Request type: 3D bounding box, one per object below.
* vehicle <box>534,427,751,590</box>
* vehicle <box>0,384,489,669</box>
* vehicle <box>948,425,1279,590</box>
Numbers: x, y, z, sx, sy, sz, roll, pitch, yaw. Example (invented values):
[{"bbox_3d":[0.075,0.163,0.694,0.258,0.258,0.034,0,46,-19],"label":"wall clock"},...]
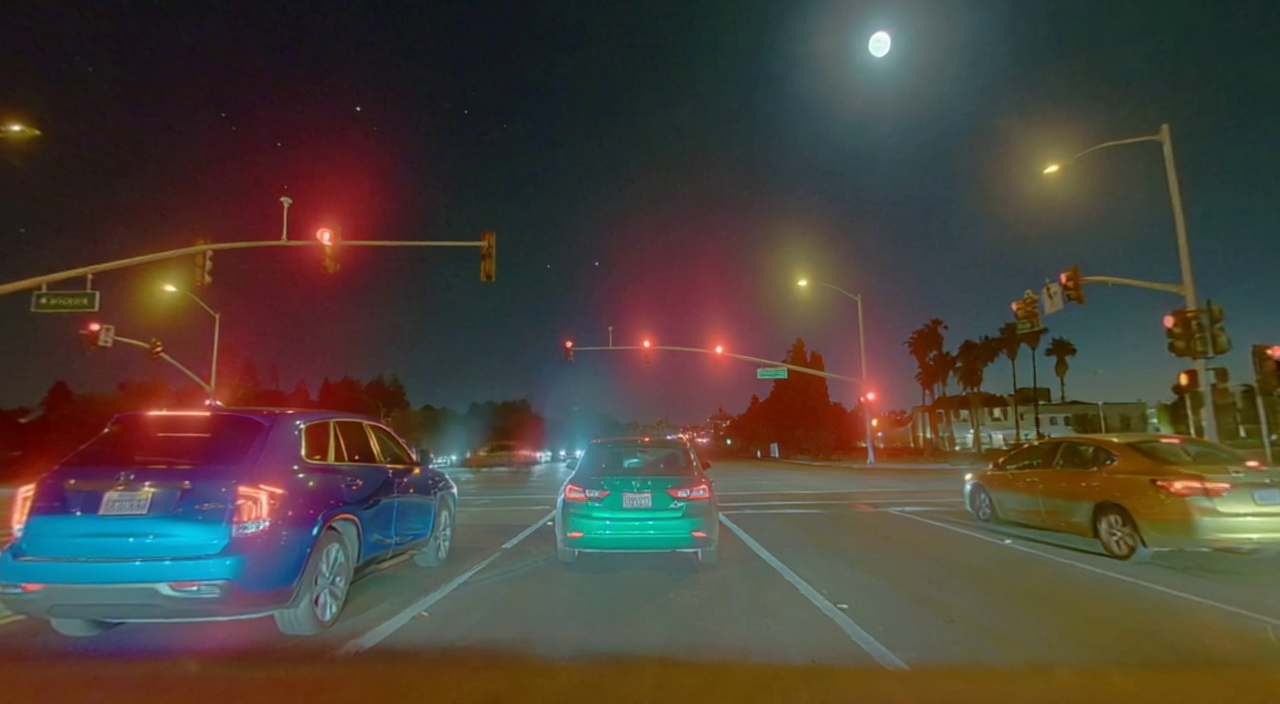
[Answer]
[{"bbox_3d":[-0.007,1.707,7.730,1.942,1.445,3.973,0,-8,-1],"label":"vehicle"},{"bbox_3d":[-3.102,1.366,6.085,2.051,1.682,4.467,0,-8,2],"label":"vehicle"},{"bbox_3d":[6.086,1.759,8.098,1.970,1.489,4.482,0,-8,-1],"label":"vehicle"}]
